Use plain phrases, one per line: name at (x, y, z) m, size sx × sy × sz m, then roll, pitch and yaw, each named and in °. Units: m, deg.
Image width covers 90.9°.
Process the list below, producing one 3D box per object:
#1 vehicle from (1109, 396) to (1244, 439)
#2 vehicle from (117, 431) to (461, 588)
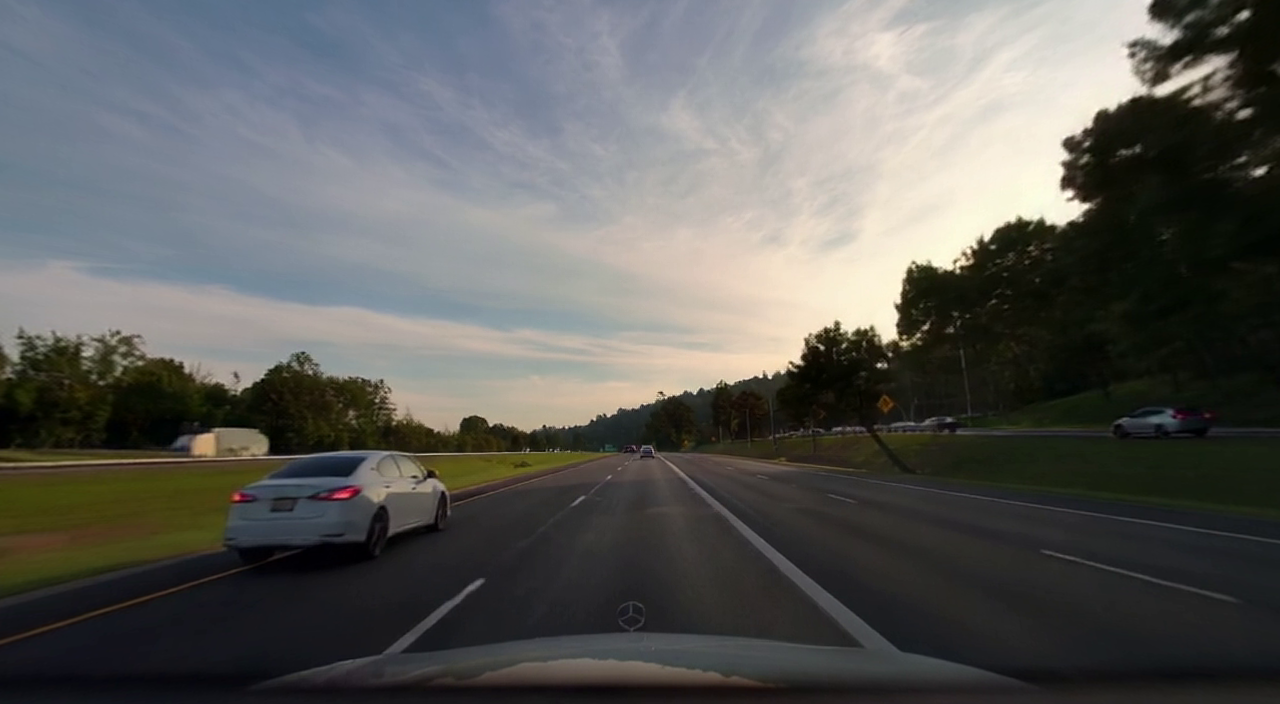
vehicle at (23.881, 3.011, 28.329) m, size 2.235 × 1.713 × 4.397 m, roll 0°, pitch -8°, yaw 2°
vehicle at (-4.105, 1.884, 8.470) m, size 2.021 × 1.526 × 4.385 m, roll 0°, pitch -8°, yaw 1°
